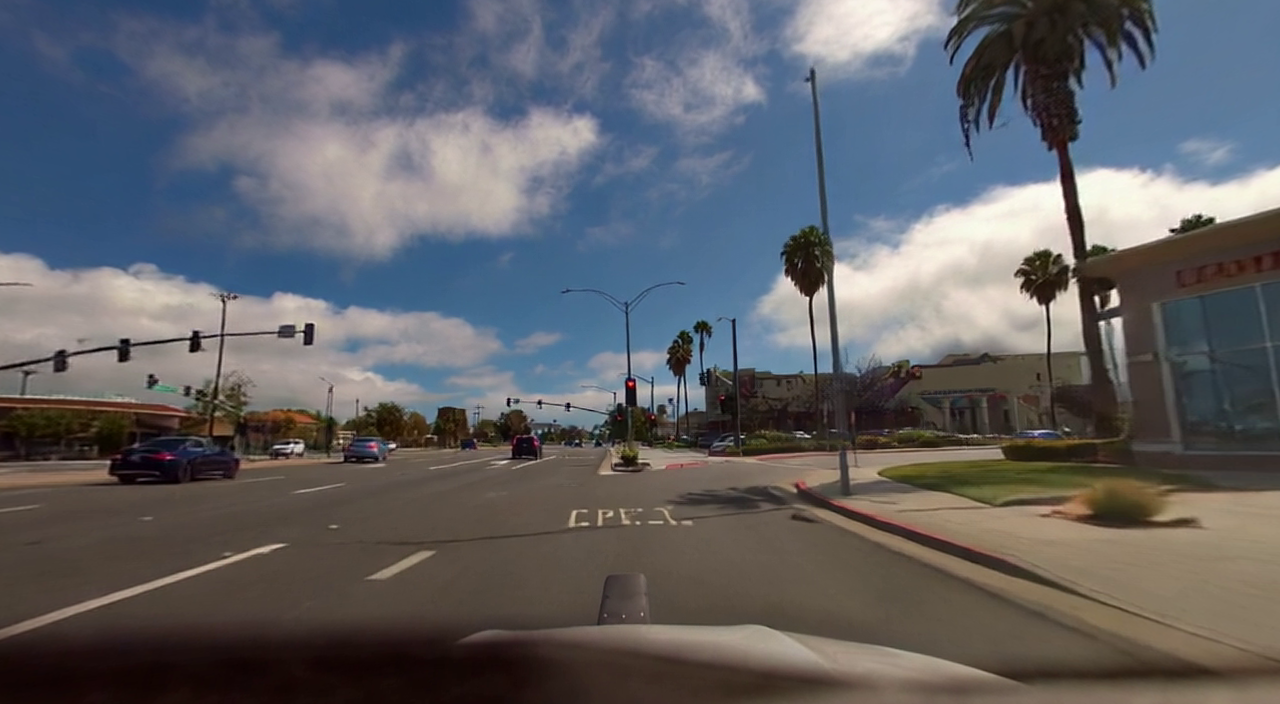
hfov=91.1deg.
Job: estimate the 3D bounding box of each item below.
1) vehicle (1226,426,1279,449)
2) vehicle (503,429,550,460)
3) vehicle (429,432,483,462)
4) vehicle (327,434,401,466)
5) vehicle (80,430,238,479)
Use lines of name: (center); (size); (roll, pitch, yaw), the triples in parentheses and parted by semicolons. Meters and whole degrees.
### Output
vehicle: (46.913, 6.436, 47.048); (4.254, 1.675, 2.020); (1, -8, -9)
vehicle: (-6.982, 5.740, 39.090); (2.114, 1.784, 4.450); (0, -8, -1)
vehicle: (-10.540, 5.491, 36.247); (1.977, 1.584, 3.983); (0, -8, -2)
vehicle: (-13.656, 4.891, 31.377); (1.900, 1.462, 4.225); (1, -8, -2)
vehicle: (-16.171, 3.480, 21.484); (1.916, 1.481, 4.430); (0, -8, -1)
